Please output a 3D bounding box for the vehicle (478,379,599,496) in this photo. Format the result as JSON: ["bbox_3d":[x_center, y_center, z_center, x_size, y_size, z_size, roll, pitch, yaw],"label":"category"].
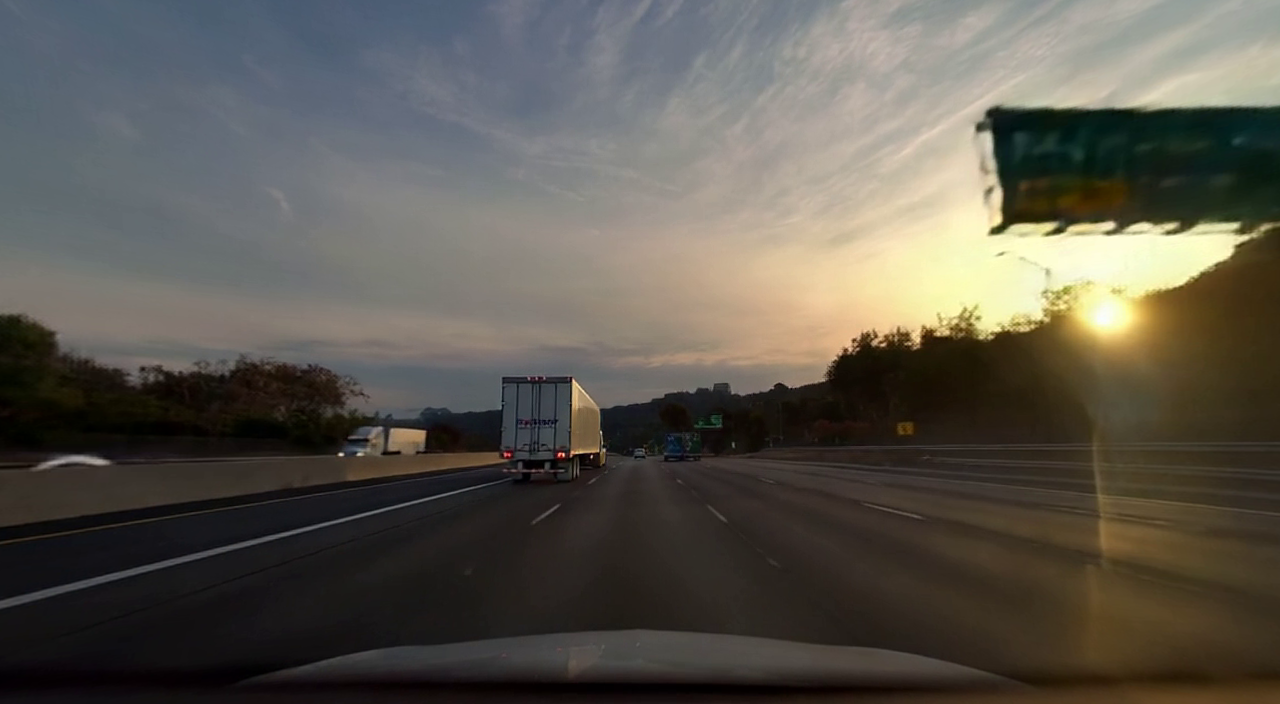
[{"bbox_3d":[-3.274,3.172,22.913,2.922,3.458,8.360,0,-9,0],"label":"vehicle"}]
